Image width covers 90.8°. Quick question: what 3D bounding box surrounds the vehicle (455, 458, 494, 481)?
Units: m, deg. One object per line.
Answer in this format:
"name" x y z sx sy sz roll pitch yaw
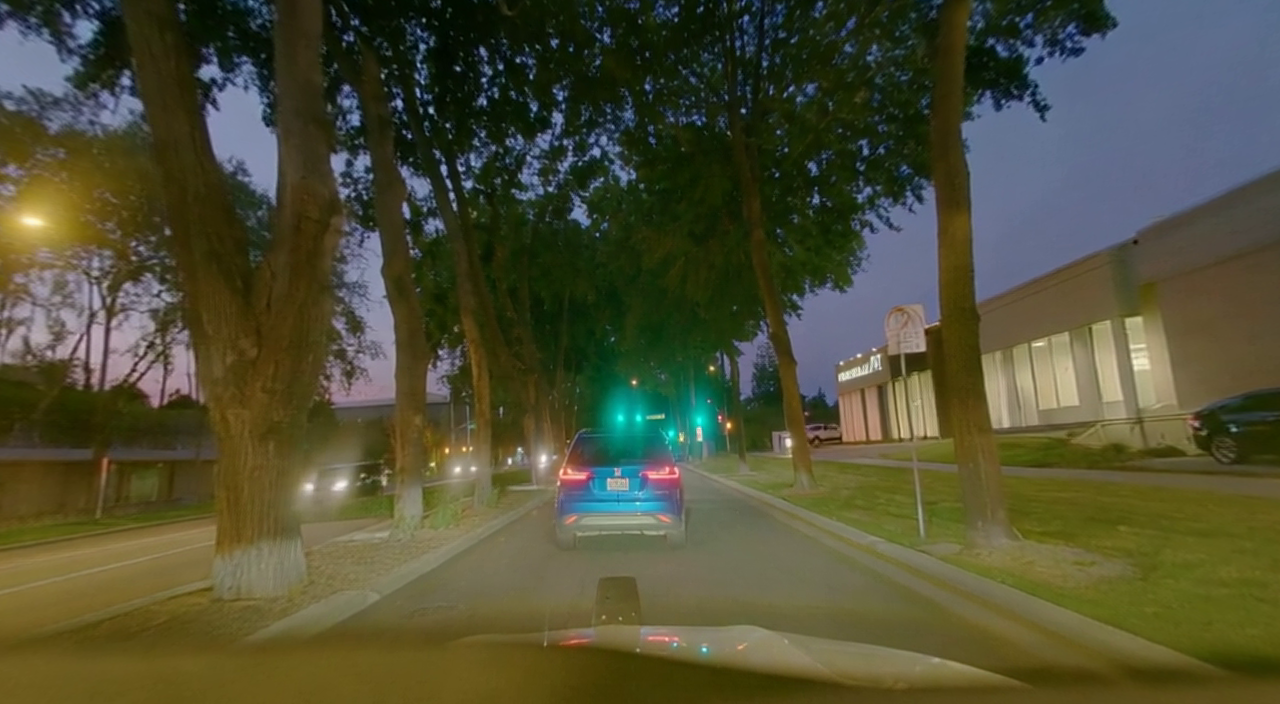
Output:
"vehicle" -12.182 8.653 46.705 1.714 1.578 4.218 0 -9 0

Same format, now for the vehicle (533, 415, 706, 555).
"vehicle" -0.253 1.947 9.831 2.136 1.703 3.910 0 -9 0

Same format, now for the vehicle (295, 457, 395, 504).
"vehicle" -12.255 5.347 26.633 1.971 1.718 4.539 0 -9 1
